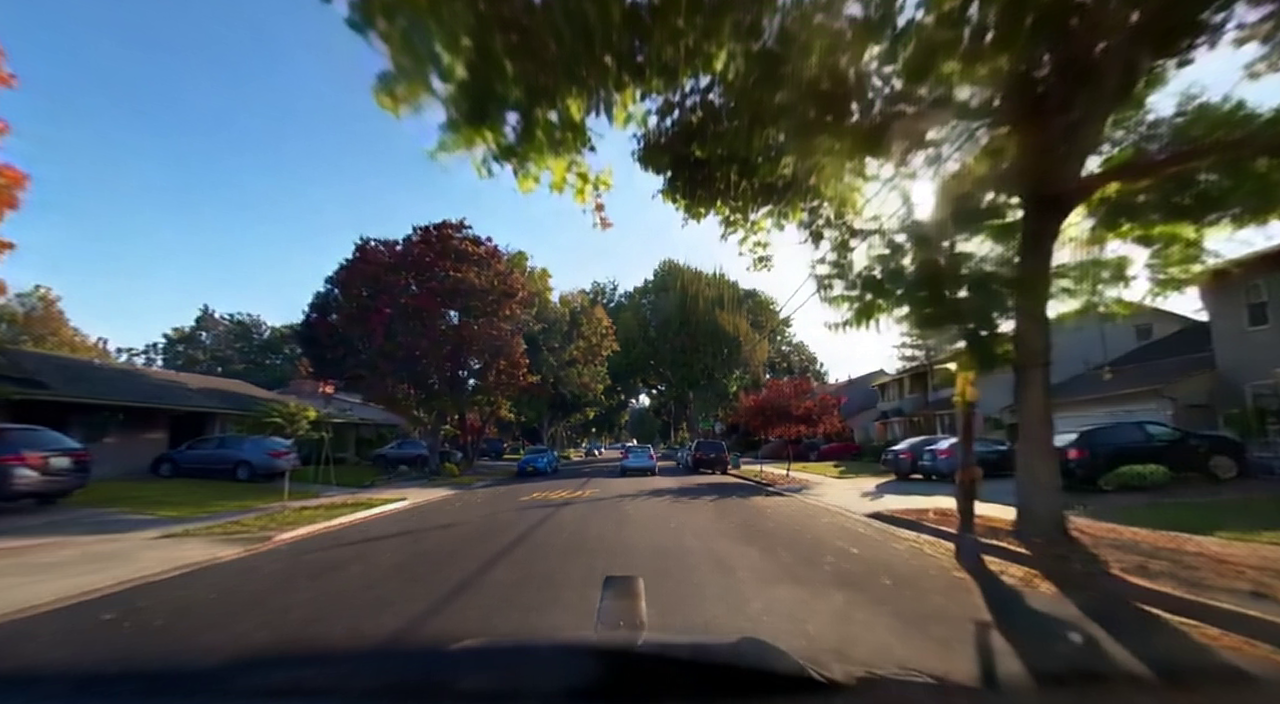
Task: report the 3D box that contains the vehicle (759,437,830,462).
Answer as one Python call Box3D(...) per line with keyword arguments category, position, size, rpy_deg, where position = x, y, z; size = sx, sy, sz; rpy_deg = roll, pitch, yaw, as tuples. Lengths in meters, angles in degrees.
Box3D(category="vehicle", position=(11.417, 7.260, 46.999), size=(4.730, 1.504, 1.894), rpy_deg=(-4, -8, 1))

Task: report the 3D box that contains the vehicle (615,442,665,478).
Box3D(category="vehicle", position=(0.013, 4.716, 27.810), size=(2.000, 1.449, 4.006), rpy_deg=(0, -8, 0))

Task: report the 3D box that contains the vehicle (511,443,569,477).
Box3D(category="vehicle", position=(-5.062, 5.520, 32.543), size=(1.984, 1.498, 4.508), rpy_deg=(-3, -8, 3))

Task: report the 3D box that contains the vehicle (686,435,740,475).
Box3D(category="vehicle", position=(3.854, 5.548, 34.320), size=(2.221, 1.960, 4.927), rpy_deg=(0, -8, -2))

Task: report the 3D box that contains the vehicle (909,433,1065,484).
Box3D(category="vehicle", position=(11.769, 3.609, 21.613), size=(4.157, 1.520, 1.938), rpy_deg=(-1, -8, -3))

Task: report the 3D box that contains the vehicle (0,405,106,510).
Box3D(category="vehicle", position=(-12.862, 1.901, 11.454), size=(4.510, 1.728, 1.997), rpy_deg=(0, -8, 1))

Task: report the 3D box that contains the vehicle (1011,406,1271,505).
Box3D(category="vehicle", position=(12.052, 2.474, 15.433), size=(4.620, 1.735, 1.969), rpy_deg=(-6, -7, -4))

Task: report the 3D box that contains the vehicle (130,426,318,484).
Box3D(category="vehicle", position=(-12.960, 3.215, 19.872), size=(4.551, 1.700, 1.920), rpy_deg=(0, -8, 2))
